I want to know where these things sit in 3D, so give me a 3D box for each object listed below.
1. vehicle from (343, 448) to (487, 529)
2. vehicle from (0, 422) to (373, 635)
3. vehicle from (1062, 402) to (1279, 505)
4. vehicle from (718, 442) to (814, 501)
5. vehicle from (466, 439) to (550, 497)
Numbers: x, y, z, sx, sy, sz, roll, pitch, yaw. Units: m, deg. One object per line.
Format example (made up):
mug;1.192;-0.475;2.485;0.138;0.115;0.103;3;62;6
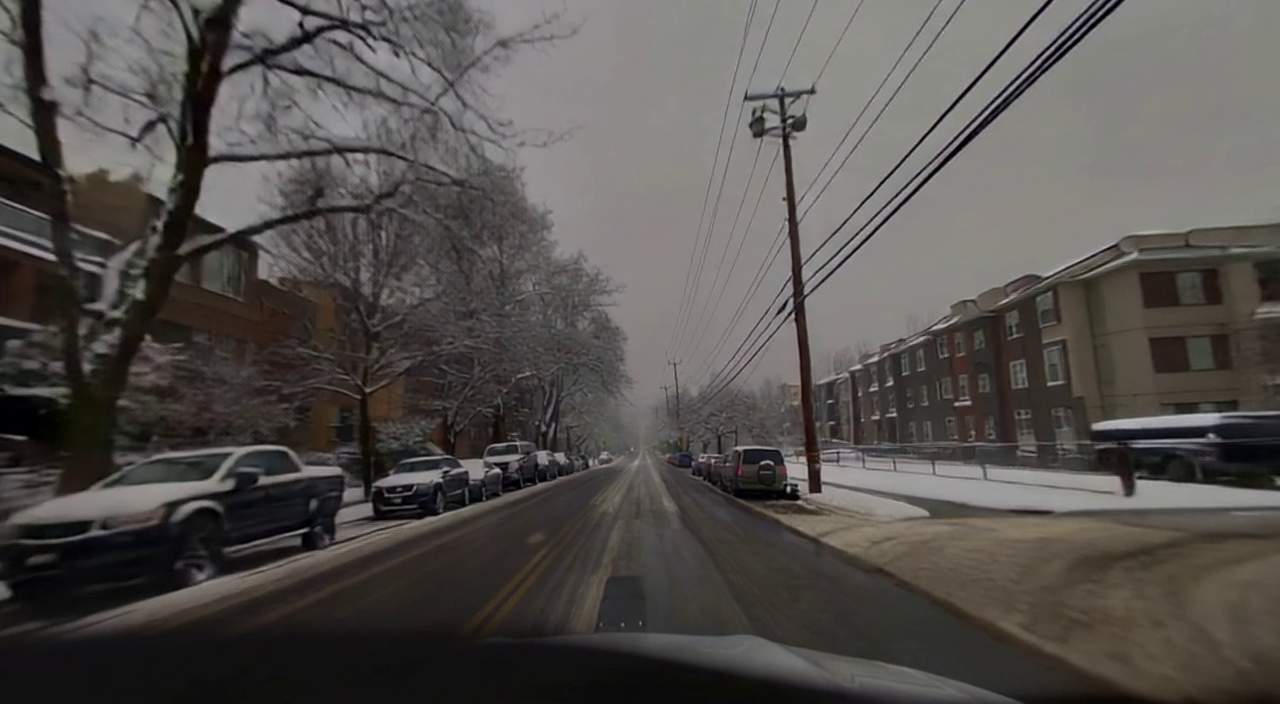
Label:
vehicle;-6.070;3.663;17.644;2.247;1.698;4.944;-4;-8;0
vehicle;-6.164;2.143;9.000;2.063;1.936;5.919;-4;-8;0
vehicle;13.980;2.509;15.639;2.229;2.040;6.832;0;-9;1
vehicle;4.064;3.929;21.077;2.328;1.730;4.225;0;-9;0
vehicle;-5.932;5.234;29.046;2.376;2.219;6.021;-3;-7;2
